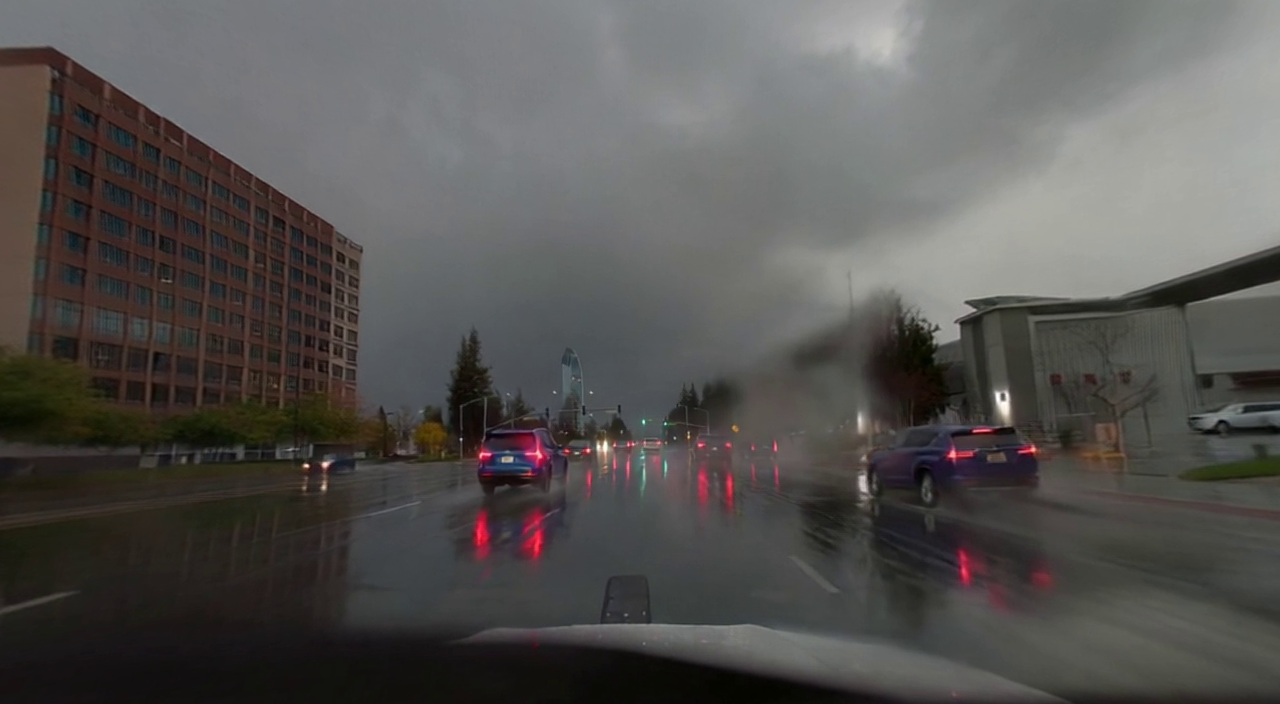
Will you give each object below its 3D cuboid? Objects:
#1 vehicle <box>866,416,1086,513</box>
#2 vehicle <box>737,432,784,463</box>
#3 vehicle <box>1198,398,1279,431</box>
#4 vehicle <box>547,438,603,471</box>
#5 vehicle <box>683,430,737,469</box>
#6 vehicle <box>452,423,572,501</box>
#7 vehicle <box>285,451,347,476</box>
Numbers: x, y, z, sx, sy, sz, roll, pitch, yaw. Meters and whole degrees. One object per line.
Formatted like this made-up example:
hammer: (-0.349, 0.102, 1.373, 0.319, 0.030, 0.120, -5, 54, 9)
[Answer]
vehicle: (6.653, 2.289, 13.239, 2.088, 1.666, 4.512, 0, -9, 0)
vehicle: (7.595, 6.065, 40.090, 2.076, 1.793, 4.464, 0, -9, 0)
vehicle: (40.627, 4.210, 41.906, 2.022, 1.925, 5.391, 0, -9, 0)
vehicle: (-3.017, 4.880, 30.131, 2.036, 1.465, 4.301, -1, -8, 2)
vehicle: (3.447, 4.928, 31.886, 2.178, 1.804, 4.766, 0, -8, 0)
vehicle: (-3.120, 2.808, 16.415, 2.141, 1.719, 4.379, 0, -9, 1)
vehicle: (-23.229, 8.000, 45.405, 1.983, 1.494, 4.832, -4, -9, 0)
